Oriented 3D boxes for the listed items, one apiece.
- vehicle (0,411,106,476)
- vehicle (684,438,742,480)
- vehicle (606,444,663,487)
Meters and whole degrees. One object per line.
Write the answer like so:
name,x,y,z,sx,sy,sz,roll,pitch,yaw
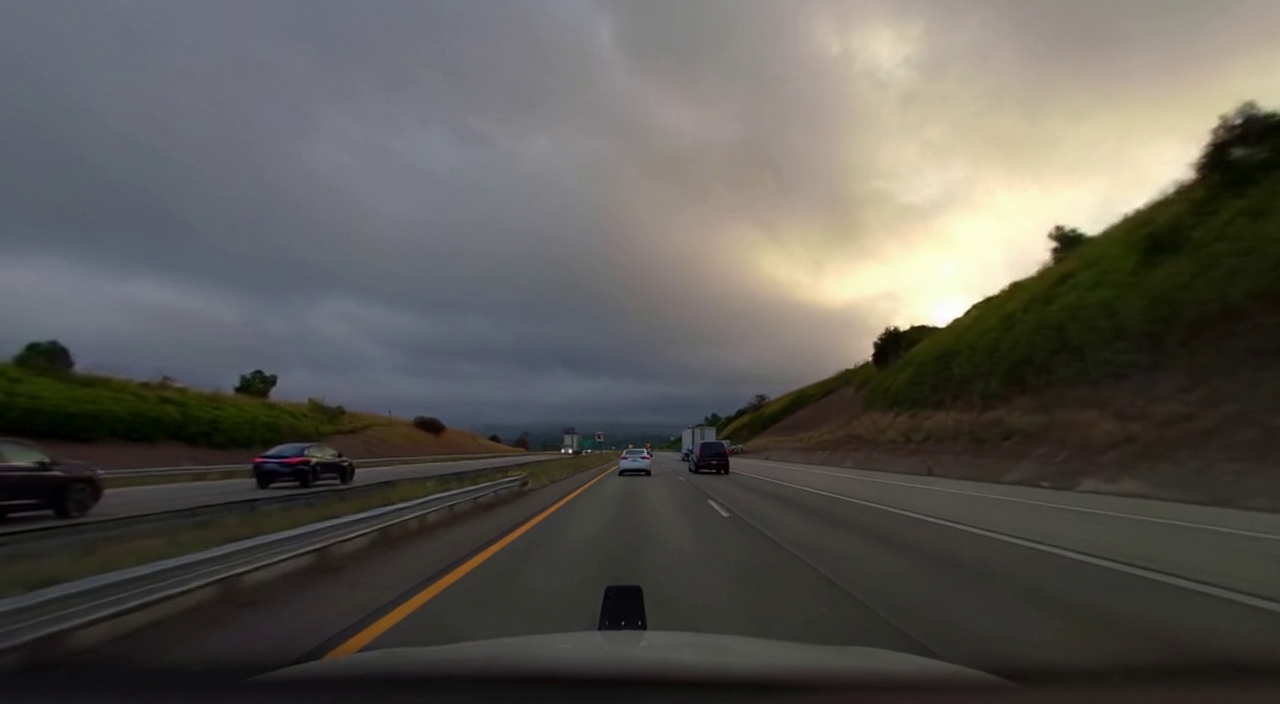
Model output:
vehicle,-35.912,4.691,32.465,2.892,3.450,16.147,0,-9,-1
vehicle,3.181,4.791,28.294,2.048,1.704,4.284,0,-9,-1
vehicle,-0.203,4.184,23.478,1.970,1.441,3.846,0,-9,0
